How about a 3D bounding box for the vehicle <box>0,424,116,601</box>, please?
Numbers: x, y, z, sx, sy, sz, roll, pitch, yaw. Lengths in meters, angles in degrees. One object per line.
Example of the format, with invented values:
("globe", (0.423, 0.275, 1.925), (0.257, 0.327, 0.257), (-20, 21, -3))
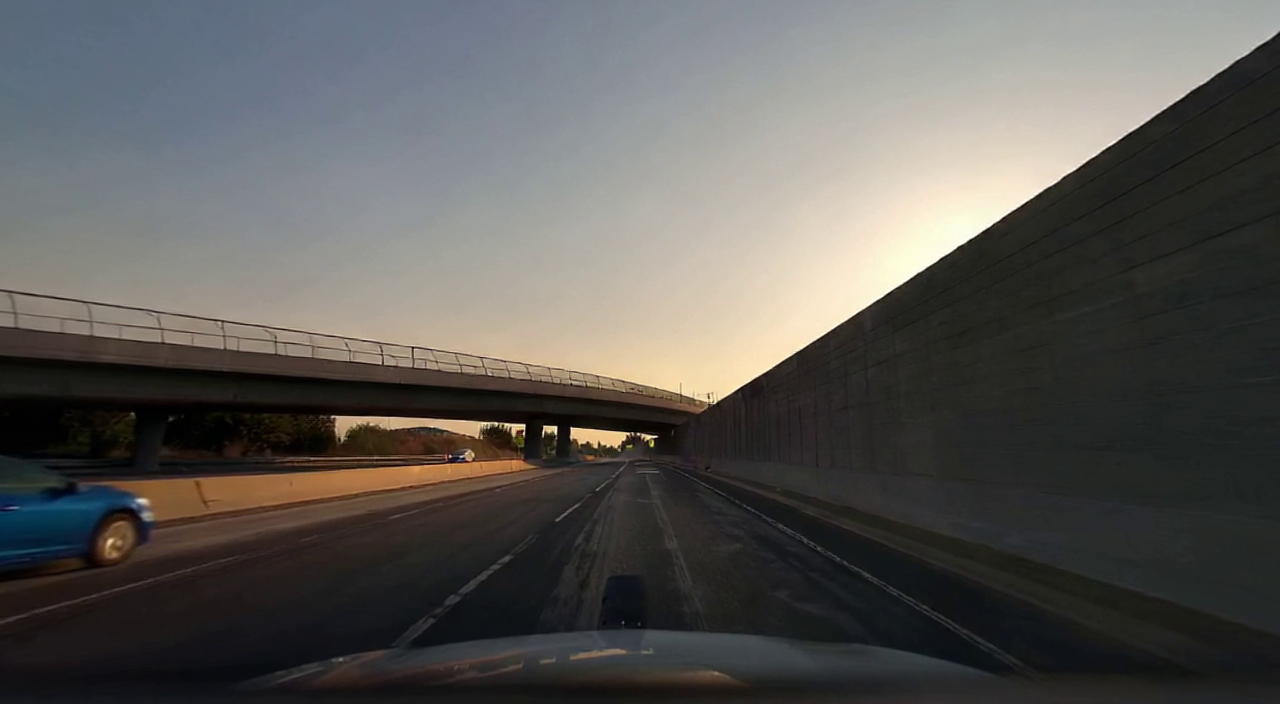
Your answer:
("vehicle", (-6.917, 1.287, 4.636), (2.172, 1.587, 4.518), (0, -9, 1))
